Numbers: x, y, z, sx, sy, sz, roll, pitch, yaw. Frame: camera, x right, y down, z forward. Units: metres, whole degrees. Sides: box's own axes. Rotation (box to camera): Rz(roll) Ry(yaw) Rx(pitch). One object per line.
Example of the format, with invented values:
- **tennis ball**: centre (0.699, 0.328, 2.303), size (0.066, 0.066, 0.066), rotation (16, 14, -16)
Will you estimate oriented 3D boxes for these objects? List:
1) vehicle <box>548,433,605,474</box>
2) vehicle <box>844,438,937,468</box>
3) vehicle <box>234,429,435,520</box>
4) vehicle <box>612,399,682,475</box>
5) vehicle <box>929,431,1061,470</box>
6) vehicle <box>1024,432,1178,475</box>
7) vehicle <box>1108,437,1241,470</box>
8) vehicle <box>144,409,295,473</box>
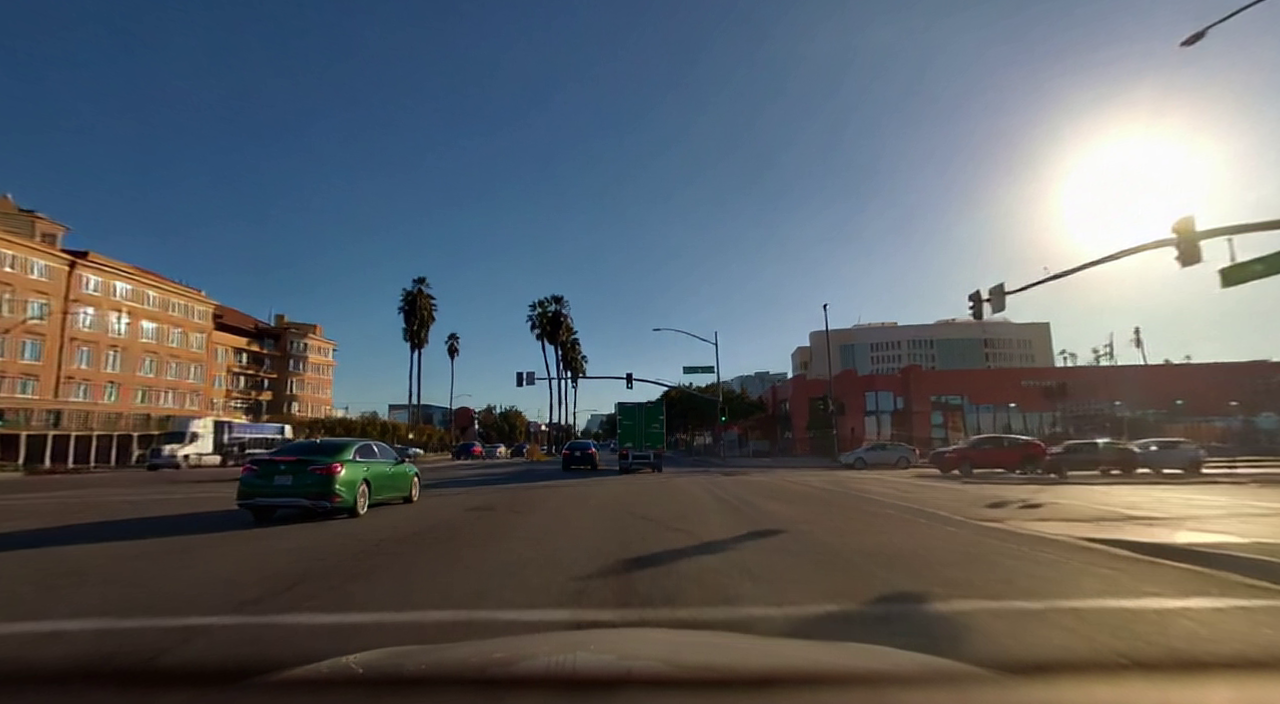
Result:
- **vehicle**: centre (-2.996, 4.911, 30.593), size (2.178, 1.826, 4.933), rotation (0, -8, 1)
- **vehicle**: centre (14.600, 5.945, 36.789), size (4.568, 1.485, 1.936), rotation (-2, -11, 0)
- **vehicle**: centre (-6.351, 2.590, 13.845), size (2.045, 1.630, 4.680), rotation (0, -8, 0)
- **vehicle**: centre (0.308, 4.121, 30.284), size (2.993, 3.235, 6.692), rotation (0, -8, 0)
- **vehicle**: centre (16.871, 4.713, 30.037), size (5.039, 1.744, 2.043), rotation (0, -9, 0)
- **vehicle**: centre (19.396, 4.312, 26.581), size (4.831, 1.529, 1.966), rotation (-3, -10, 0)
- **vehicle**: centre (25.327, 4.832, 29.846), size (4.506, 1.484, 1.928), rotation (0, -9, 1)
- **vehicle**: centre (-28.505, 6.188, 43.546), size (2.982, 3.868, 10.493), rotation (0, -8, 1)
